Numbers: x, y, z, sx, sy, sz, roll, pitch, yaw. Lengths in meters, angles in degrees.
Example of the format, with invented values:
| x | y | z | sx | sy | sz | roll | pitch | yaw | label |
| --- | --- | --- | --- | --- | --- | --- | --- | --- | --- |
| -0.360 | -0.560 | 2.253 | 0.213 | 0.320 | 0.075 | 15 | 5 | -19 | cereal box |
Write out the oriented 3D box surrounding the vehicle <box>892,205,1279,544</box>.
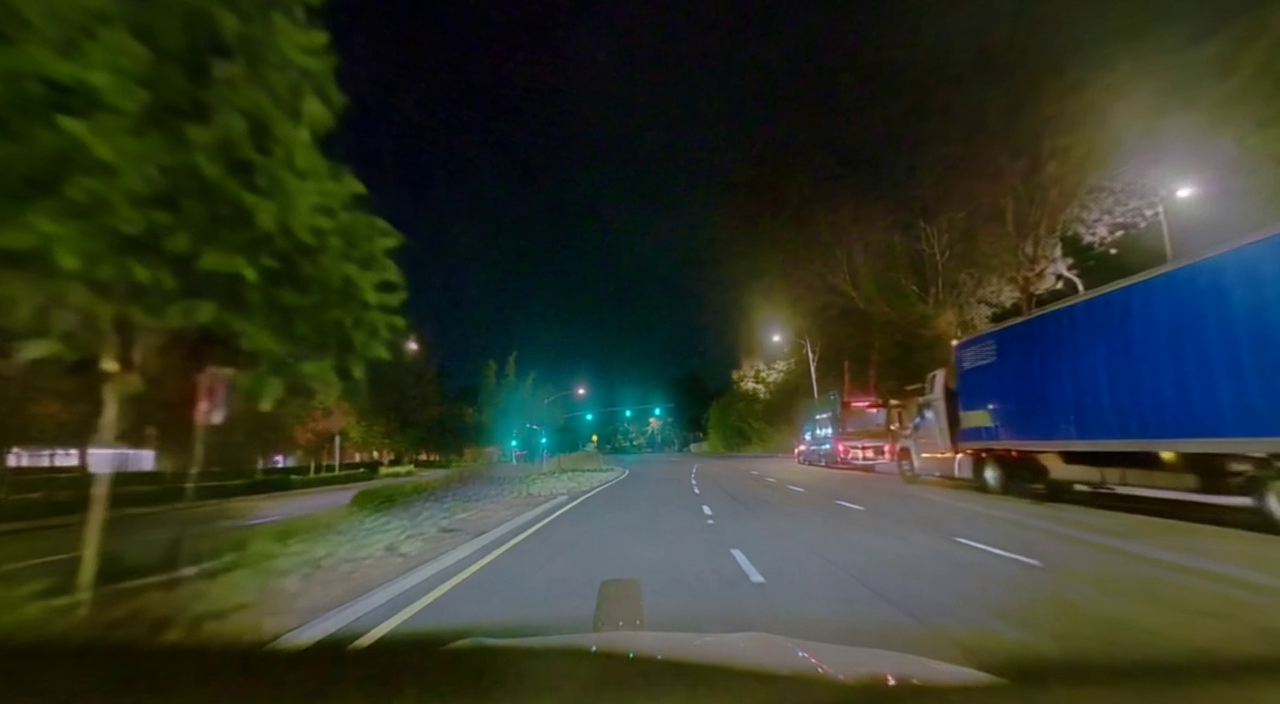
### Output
| x | y | z | sx | sy | sz | roll | pitch | yaw | label |
| --- | --- | --- | --- | --- | --- | --- | --- | --- | --- |
| 10.163 | 1.109 | 13.702 | 2.907 | 4.439 | 17.681 | 0 | -8 | 3 | vehicle |

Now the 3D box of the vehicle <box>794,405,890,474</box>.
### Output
| x | y | z | sx | sy | sz | roll | pitch | yaw | label |
| --- | --- | --- | --- | --- | --- | --- | --- | --- | --- |
| 11.700 | 5.292 | 37.950 | 2.946 | 3.506 | 10.682 | -1 | -8 | 4 | vehicle |
